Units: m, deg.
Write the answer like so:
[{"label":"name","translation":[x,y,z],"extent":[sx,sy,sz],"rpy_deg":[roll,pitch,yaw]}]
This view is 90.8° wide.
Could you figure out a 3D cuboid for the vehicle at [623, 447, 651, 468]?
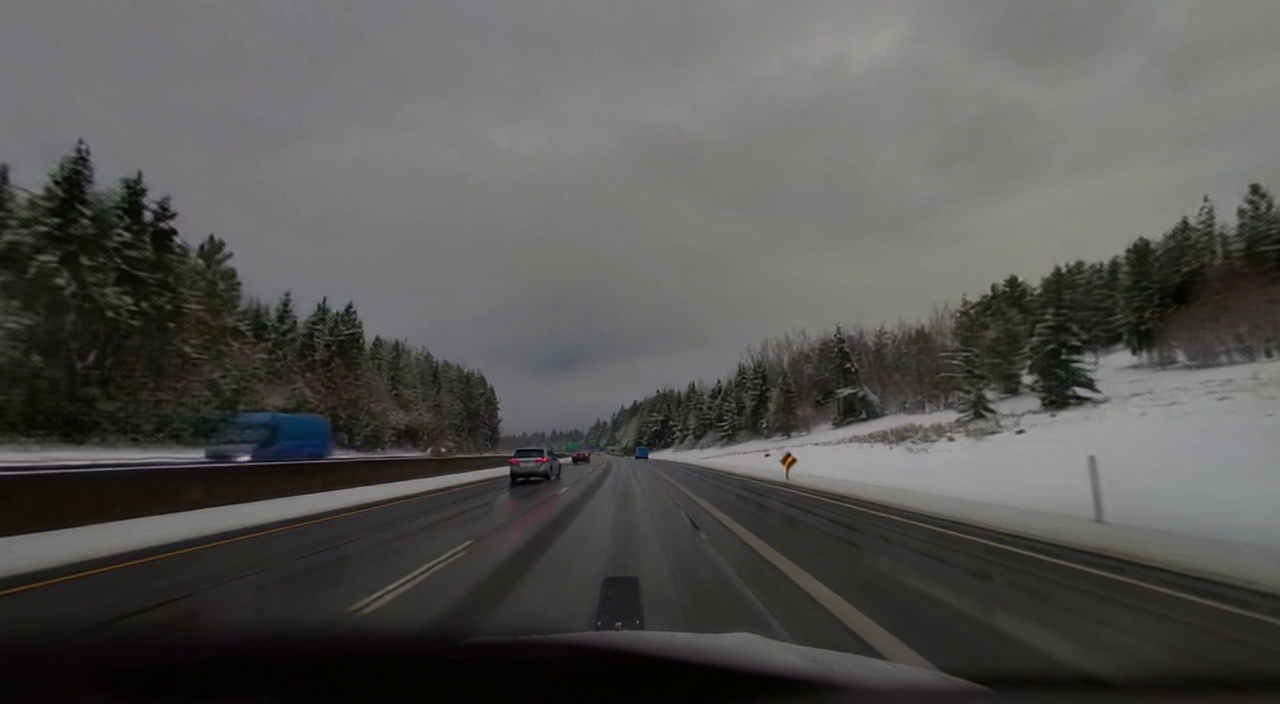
[{"label":"vehicle","translation":[-0.251,8.069,48.391],"extent":[2.031,1.483,3.417],"rpy_deg":[0,-9,-2]}]

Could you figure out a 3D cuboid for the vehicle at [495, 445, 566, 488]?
[{"label":"vehicle","translation":[-4.156,4.418,24.730],"extent":[1.957,1.499,4.965],"rpy_deg":[0,-9,-1]}]

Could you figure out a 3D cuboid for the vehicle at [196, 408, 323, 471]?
[{"label":"vehicle","translation":[-17.172,4.056,28.939],"extent":[2.188,2.566,5.810],"rpy_deg":[0,-9,-1]}]
